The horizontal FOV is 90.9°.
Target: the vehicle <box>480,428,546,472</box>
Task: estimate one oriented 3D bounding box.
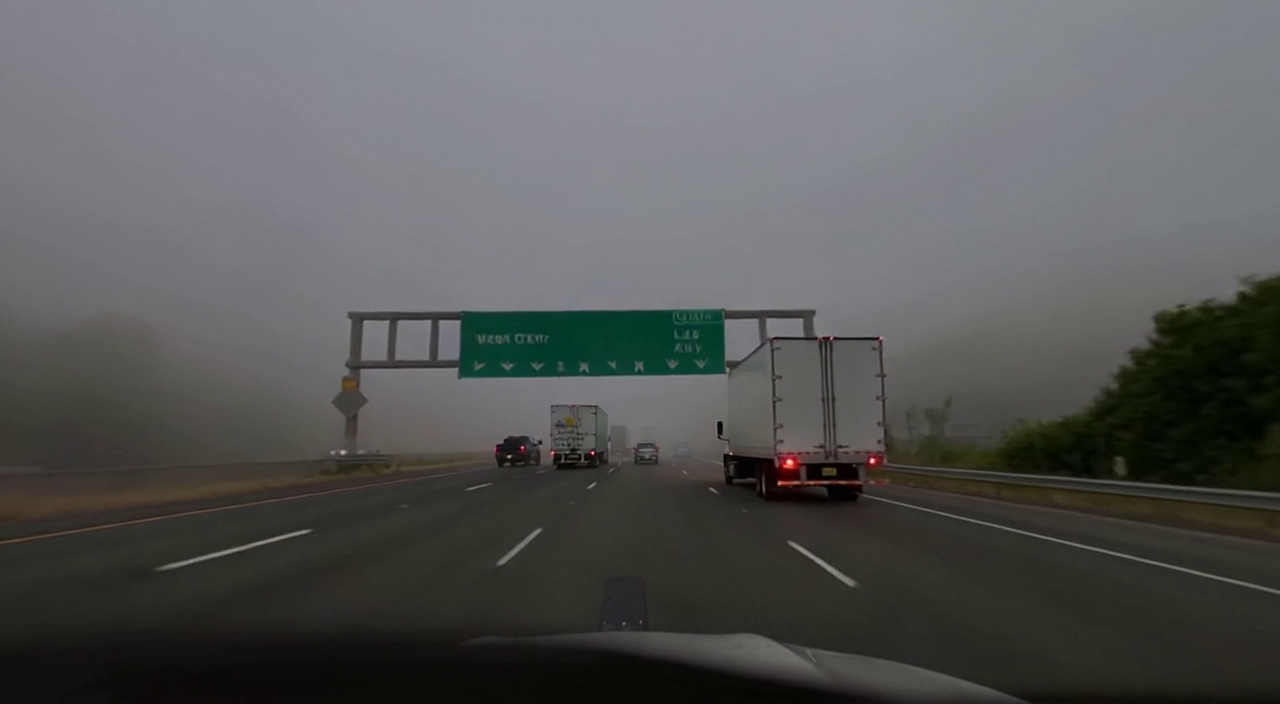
[{"bbox_3d":[-6.824,5.347,34.596,2.322,2.195,5.556,0,-9,1],"label":"vehicle"}]

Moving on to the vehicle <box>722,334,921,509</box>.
[{"bbox_3d":[4.082,1.918,16.397,2.895,3.484,7.631,0,-9,0],"label":"vehicle"}]

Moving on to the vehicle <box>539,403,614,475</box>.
[{"bbox_3d":[-2.940,4.381,31.519,2.745,3.156,7.608,0,-9,2],"label":"vehicle"}]

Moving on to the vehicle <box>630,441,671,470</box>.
[{"bbox_3d":[0.561,5.600,34.278,2.105,1.502,4.068,0,-9,1],"label":"vehicle"}]
